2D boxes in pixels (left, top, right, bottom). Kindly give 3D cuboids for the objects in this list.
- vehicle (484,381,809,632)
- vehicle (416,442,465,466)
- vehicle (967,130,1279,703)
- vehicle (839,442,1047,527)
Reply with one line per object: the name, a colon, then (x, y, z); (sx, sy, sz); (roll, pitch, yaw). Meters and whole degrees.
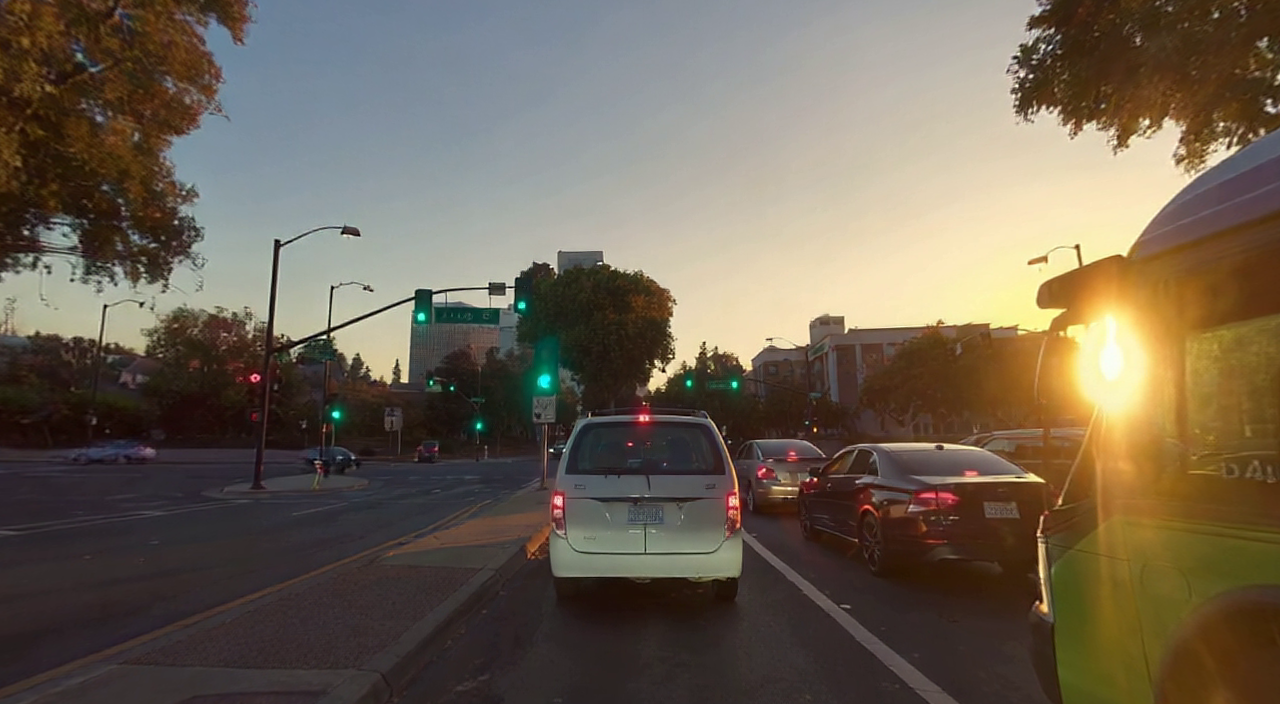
vehicle: (0.023, 1.475, 7.006); (2.381, 1.842, 4.603); (0, -8, -1)
vehicle: (-15.498, 7.901, 48.700); (1.924, 1.720, 4.097); (8, -12, -44)
vehicle: (2.622, 0.317, 0.423); (2.037, 2.065, 5.037); (0, -8, 0)
vehicle: (5.993, 2.637, 13.221); (1.987, 1.457, 4.675); (0, -8, -1)
